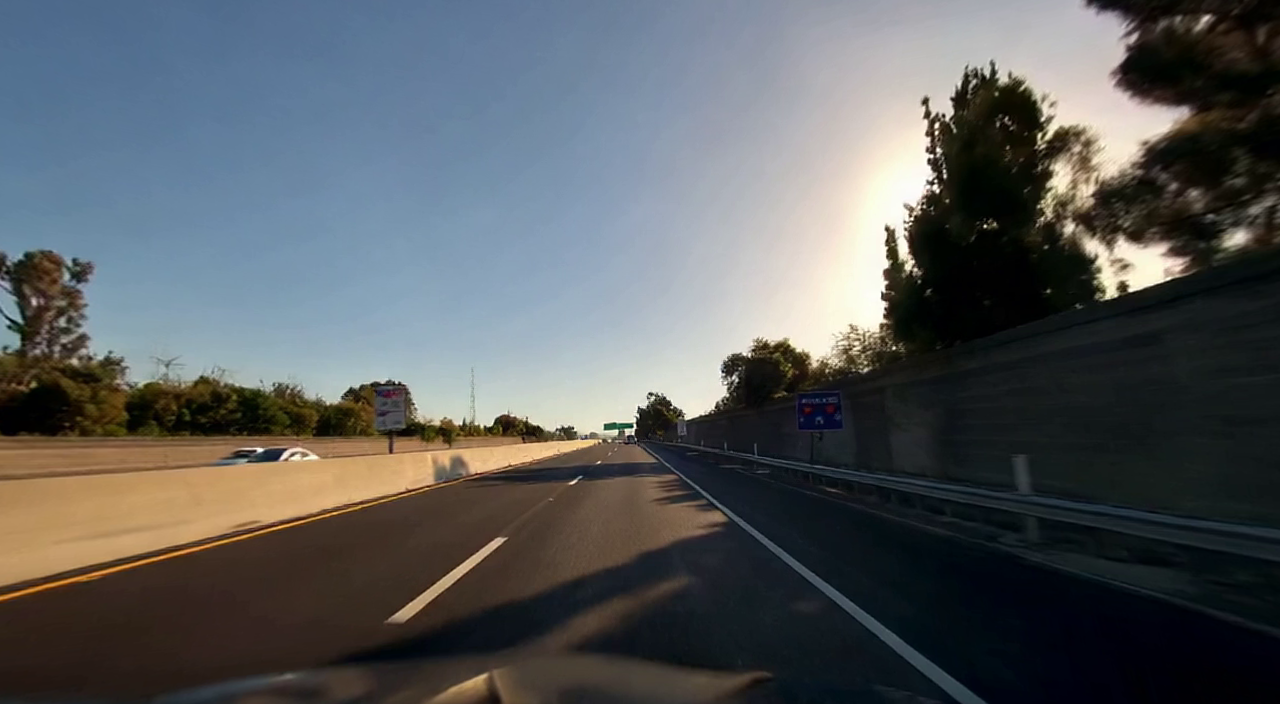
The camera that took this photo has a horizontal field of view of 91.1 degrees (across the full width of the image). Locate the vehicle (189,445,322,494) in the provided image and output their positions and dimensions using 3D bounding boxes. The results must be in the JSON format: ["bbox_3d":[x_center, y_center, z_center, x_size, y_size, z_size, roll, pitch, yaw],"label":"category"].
[{"bbox_3d":[-13.570,4.141,22.600,1.914,1.500,4.621,0,-8,0],"label":"vehicle"}]
